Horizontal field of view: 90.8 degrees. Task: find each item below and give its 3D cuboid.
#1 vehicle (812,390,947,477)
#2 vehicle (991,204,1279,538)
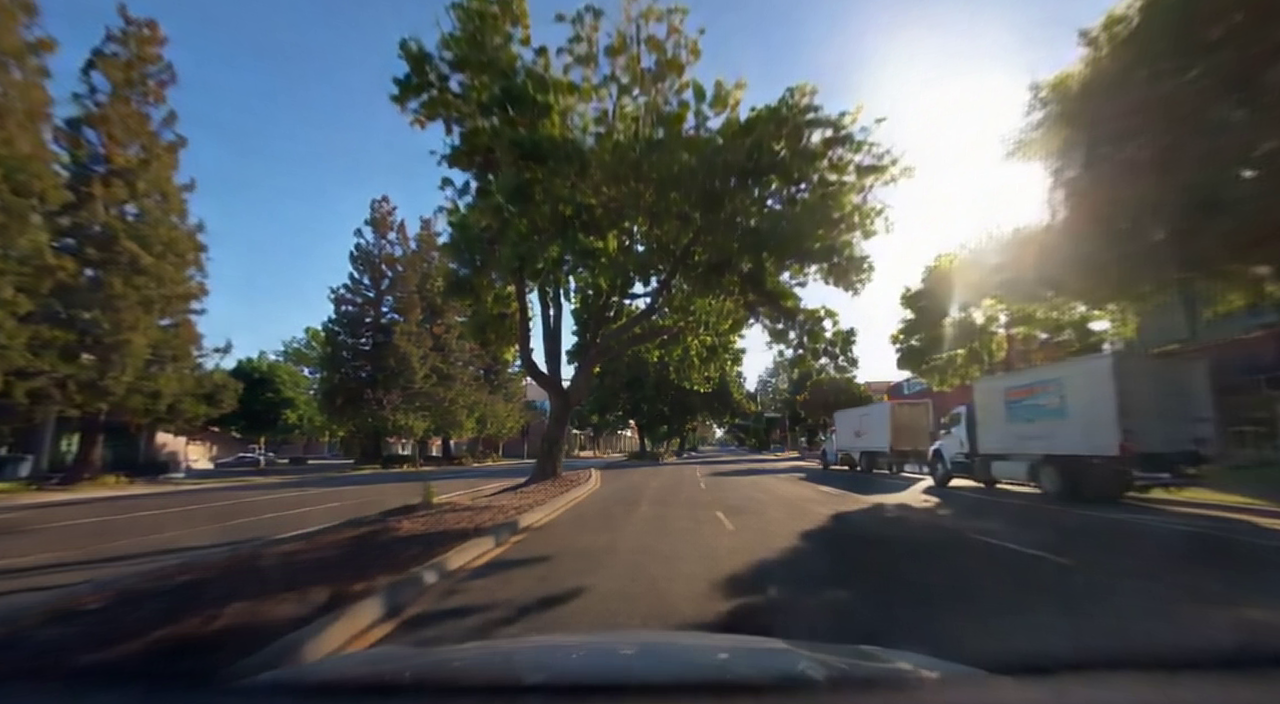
[{"bbox_3d":[11.154,4.069,30.999,2.946,3.506,10.682,-1,-8,3],"label":"vehicle"},{"bbox_3d":[10.002,0.010,6.738,2.907,4.439,17.681,0,-8,2],"label":"vehicle"}]
